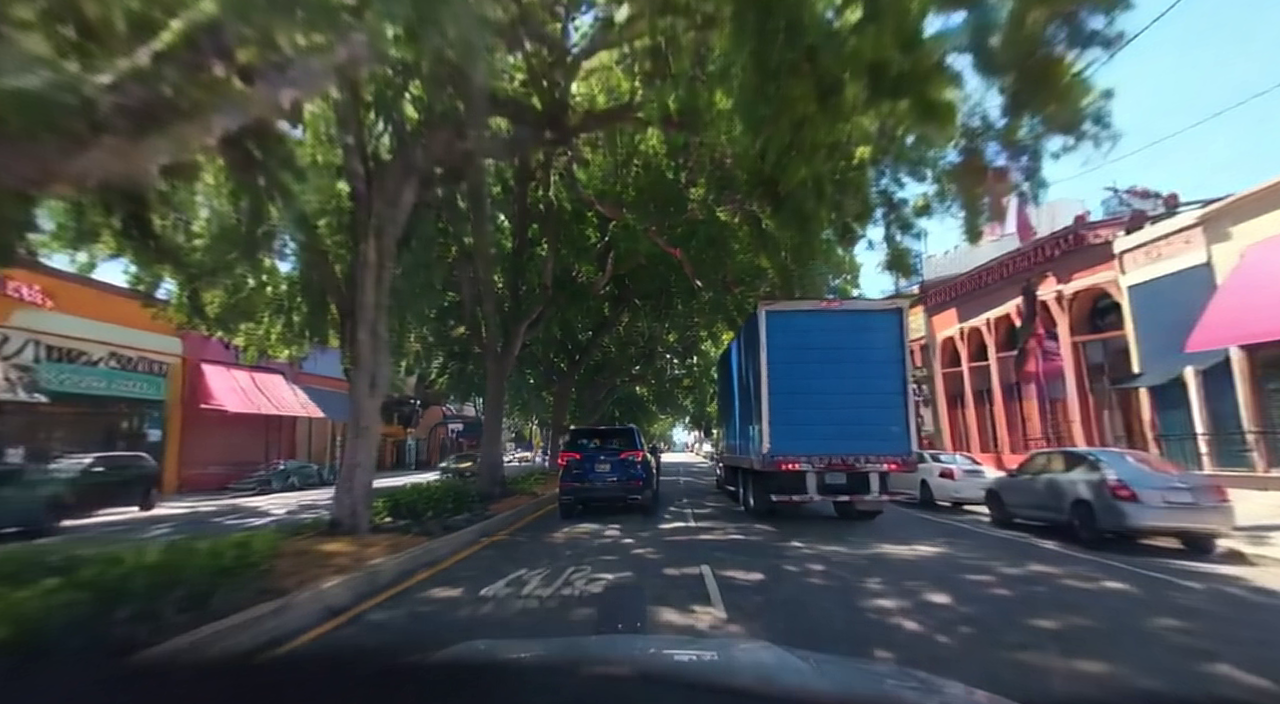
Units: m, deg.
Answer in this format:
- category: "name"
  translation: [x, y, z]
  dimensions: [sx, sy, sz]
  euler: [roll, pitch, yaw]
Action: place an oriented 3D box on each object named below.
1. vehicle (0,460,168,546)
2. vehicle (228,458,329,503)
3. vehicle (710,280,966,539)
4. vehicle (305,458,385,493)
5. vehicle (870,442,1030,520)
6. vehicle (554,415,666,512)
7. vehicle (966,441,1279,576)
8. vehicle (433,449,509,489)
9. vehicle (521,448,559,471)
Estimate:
- category: "vehicle"
  translation: [-12.310, 2.963, 12.744]
  dimensions: [1.966, 1.442, 4.466]
  euler: [-1, -9, 3]
- category: "vehicle"
  translation: [-15.705, 5.552, 27.731]
  dimensions: [1.841, 1.567, 4.413]
  euler: [-5, -9, 1]
- category: "vehicle"
  translation: [3.879, 1.864, 16.734]
  dimensions: [3.007, 4.206, 12.913]
  euler: [0, -9, 2]
- category: "vehicle"
  translation: [-15.528, 6.489, 33.531]
  dimensions: [1.874, 1.506, 4.781]
  euler: [-5, -9, 1]
- category: "vehicle"
  translation: [7.173, 2.978, 15.190]
  dimensions: [1.739, 1.582, 4.282]
  euler: [0, -9, 1]
- category: "vehicle"
  translation: [-0.541, 2.740, 15.886]
  dimensions: [2.293, 2.036, 4.853]
  euler: [-1, -9, 3]
- category: "vehicle"
  translation: [6.855, 2.111, 9.379]
  dimensions: [1.929, 1.522, 4.158]
  euler: [-1, -9, 3]
- category: "vehicle"
  translation: [-7.122, 4.962, 27.130]
  dimensions: [2.056, 1.534, 4.645]
  euler: [0, -9, -1]
- category: "vehicle"
  translation: [-7.327, 7.934, 46.864]
  dimensions: [1.937, 1.641, 4.575]
  euler: [-1, -9, 2]
